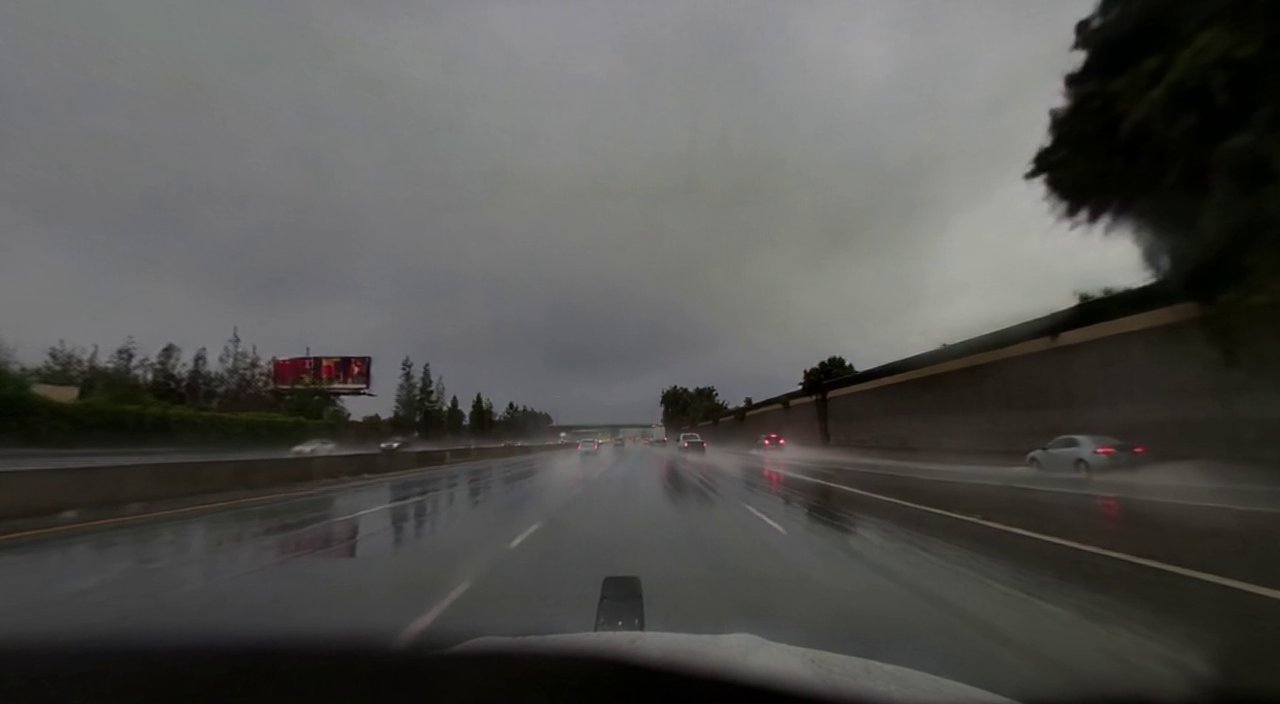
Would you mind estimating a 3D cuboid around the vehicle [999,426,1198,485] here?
[{"bbox_3d":[16.146,3.679,22.740,2.261,1.824,5.678,2,-9,-10],"label":"vehicle"}]

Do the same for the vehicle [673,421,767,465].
[{"bbox_3d":[4.009,5.153,35.522,3.042,2.004,14.051,0,-8,-2],"label":"vehicle"}]

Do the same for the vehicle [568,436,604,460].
[{"bbox_3d":[-3.553,6.459,42.239,2.066,1.500,4.415,0,-8,0],"label":"vehicle"}]
